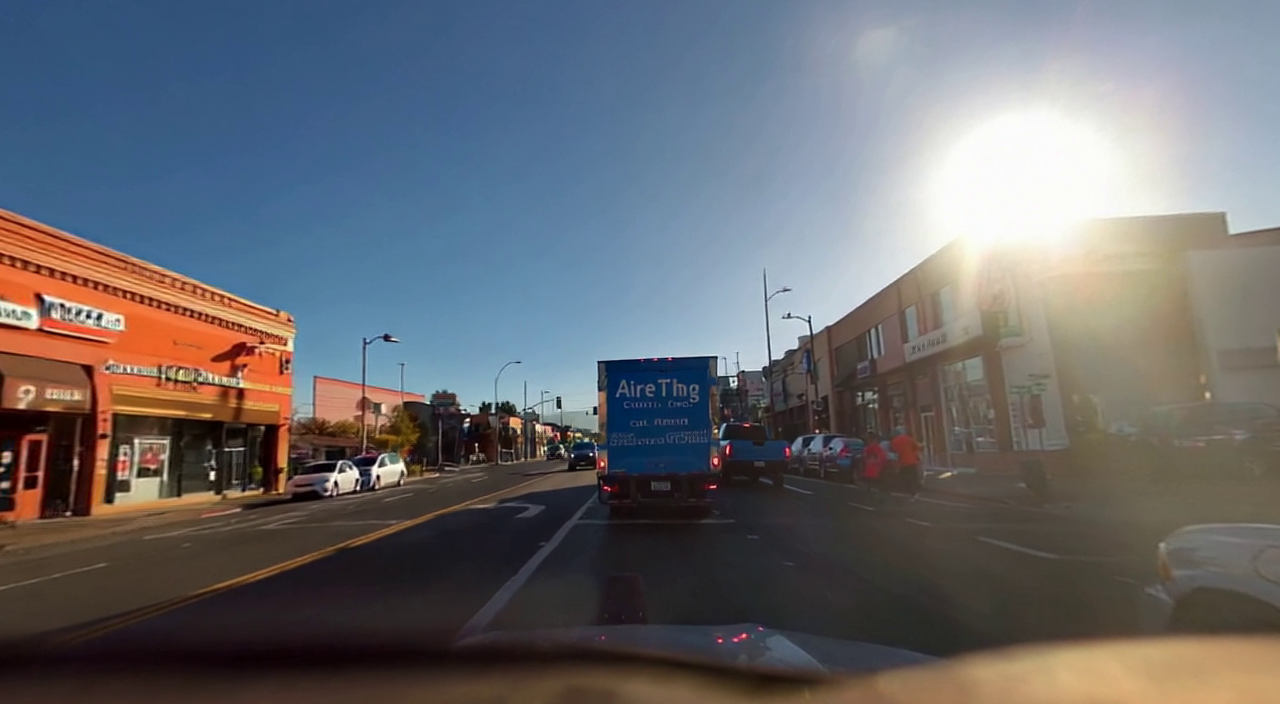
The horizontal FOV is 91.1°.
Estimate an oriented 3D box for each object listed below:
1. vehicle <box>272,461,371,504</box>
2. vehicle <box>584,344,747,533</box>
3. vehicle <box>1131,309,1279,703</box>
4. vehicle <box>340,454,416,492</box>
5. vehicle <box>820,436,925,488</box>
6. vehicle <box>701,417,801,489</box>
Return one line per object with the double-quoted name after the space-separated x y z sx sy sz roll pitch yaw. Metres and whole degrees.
-13.342 5.478 26.655 1.901 1.508 4.405 0 -8 0 "vehicle"
0.284 1.773 12.920 2.517 2.926 6.177 0 -8 -2 "vehicle"
3.426 0.495 0.706 2.104 1.786 4.498 0 -8 1 "vehicle"
-13.193 6.071 31.873 1.943 1.682 4.365 0 -8 0 "vehicle"
7.682 3.655 21.224 1.951 1.548 4.290 0 -8 1 "vehicle"
3.455 3.289 20.741 2.346 2.062 5.236 0 -8 0 "vehicle"
